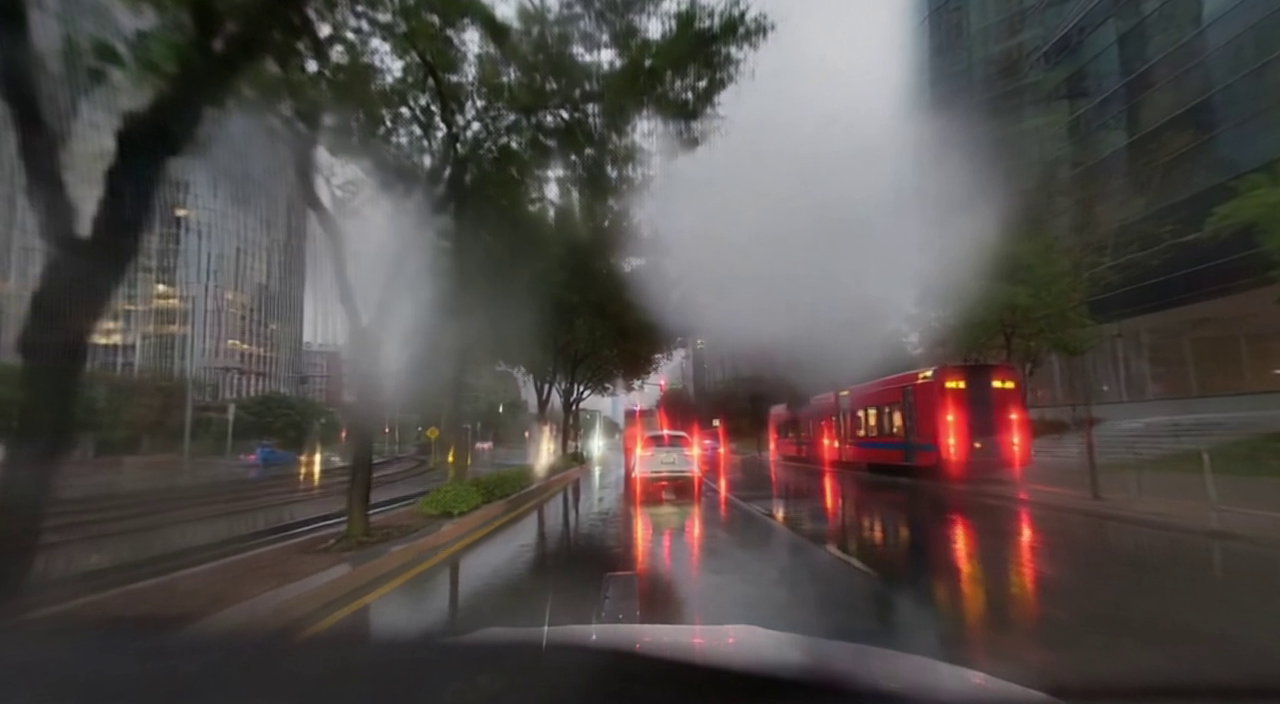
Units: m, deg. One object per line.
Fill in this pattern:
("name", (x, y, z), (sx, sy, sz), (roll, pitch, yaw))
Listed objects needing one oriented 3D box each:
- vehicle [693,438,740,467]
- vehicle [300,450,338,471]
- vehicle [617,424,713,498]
("vehicle", (4.085, 5.471, 34.459), (1.916, 1.466, 4.529), (0, -9, -1))
("vehicle", (-24.166, 8.130, 47.519), (1.900, 1.465, 4.781), (3, -9, -19))
("vehicle", (0.538, 2.821, 16.534), (2.190, 1.684, 4.084), (0, -9, -1))
